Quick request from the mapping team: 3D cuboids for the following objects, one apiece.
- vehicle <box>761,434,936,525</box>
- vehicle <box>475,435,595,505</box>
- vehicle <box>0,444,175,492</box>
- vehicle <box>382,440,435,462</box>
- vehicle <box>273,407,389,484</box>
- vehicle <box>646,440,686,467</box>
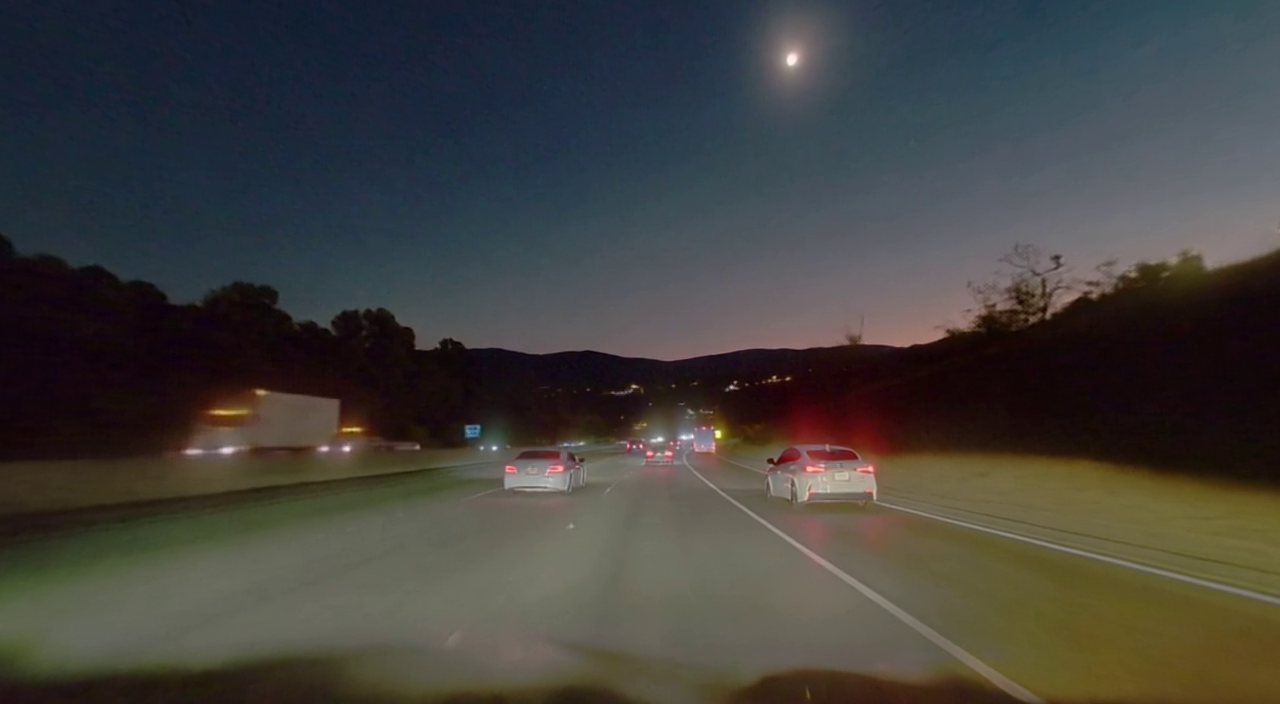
[{"bbox_3d":[3.832,2.410,12.530,2.013,1.464,4.317,0,-8,0],"label":"vehicle"},{"bbox_3d":[-2.443,2.899,16.061,2.031,1.491,4.792,-1,-8,3],"label":"vehicle"},{"bbox_3d":[-19.297,4.014,22.318,1.877,1.472,4.927,0,-8,1],"label":"vehicle"},{"bbox_3d":[-18.011,7.717,49.358,2.238,1.585,4.473,-1,-8,3],"label":"vehicle"},{"bbox_3d":[-11.301,3.437,23.315,2.562,2.559,3.019,-3,-9,5],"label":"vehicle"},{"bbox_3d":[1.493,5.849,36.374,2.202,1.467,3.929,0,-8,3],"label":"vehicle"}]
